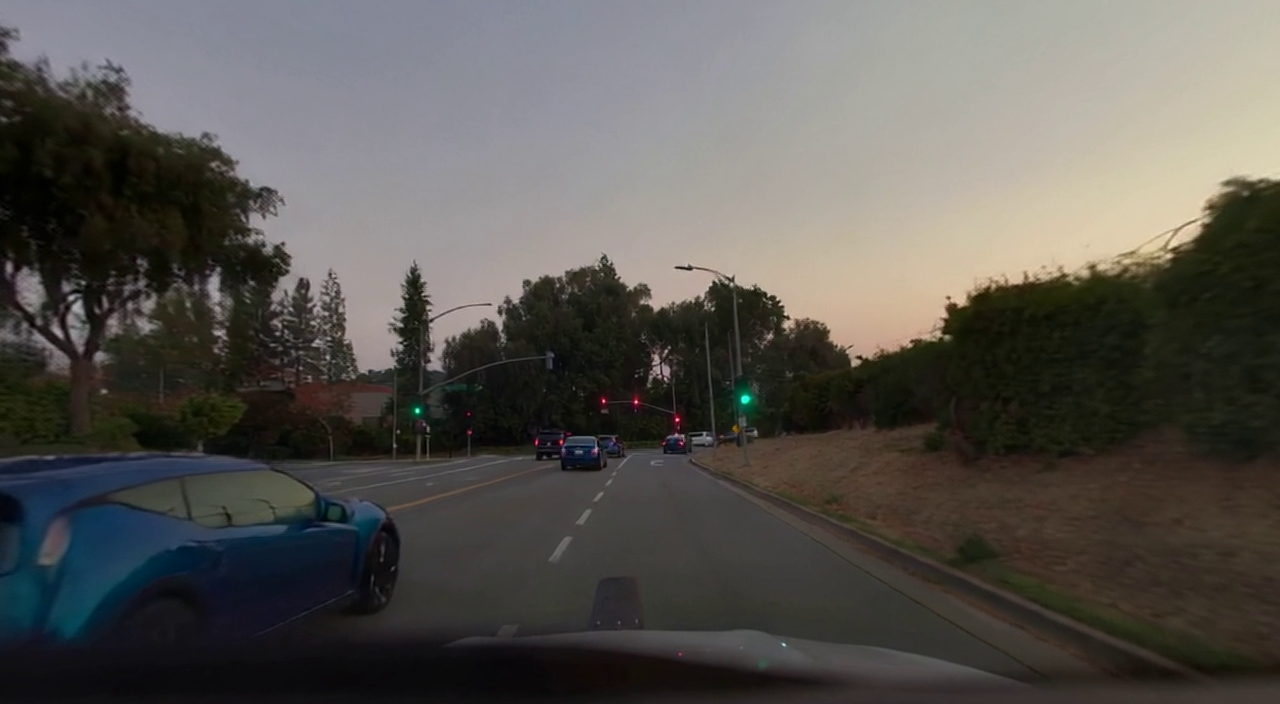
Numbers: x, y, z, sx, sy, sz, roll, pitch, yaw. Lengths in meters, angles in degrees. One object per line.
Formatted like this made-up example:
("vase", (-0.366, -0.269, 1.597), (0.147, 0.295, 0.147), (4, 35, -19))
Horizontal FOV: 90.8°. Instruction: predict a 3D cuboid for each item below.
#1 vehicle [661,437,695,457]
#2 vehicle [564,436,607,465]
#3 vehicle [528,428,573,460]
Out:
("vehicle", (2.908, 7.229, 47.968), (1.945, 1.410, 4.284), (-2, -9, 12))
("vehicle", (-2.996, 5.533, 35.495), (1.979, 1.492, 3.930), (0, -9, 1))
("vehicle", (-6.104, 6.389, 43.685), (2.390, 2.020, 5.085), (0, -9, 0))
